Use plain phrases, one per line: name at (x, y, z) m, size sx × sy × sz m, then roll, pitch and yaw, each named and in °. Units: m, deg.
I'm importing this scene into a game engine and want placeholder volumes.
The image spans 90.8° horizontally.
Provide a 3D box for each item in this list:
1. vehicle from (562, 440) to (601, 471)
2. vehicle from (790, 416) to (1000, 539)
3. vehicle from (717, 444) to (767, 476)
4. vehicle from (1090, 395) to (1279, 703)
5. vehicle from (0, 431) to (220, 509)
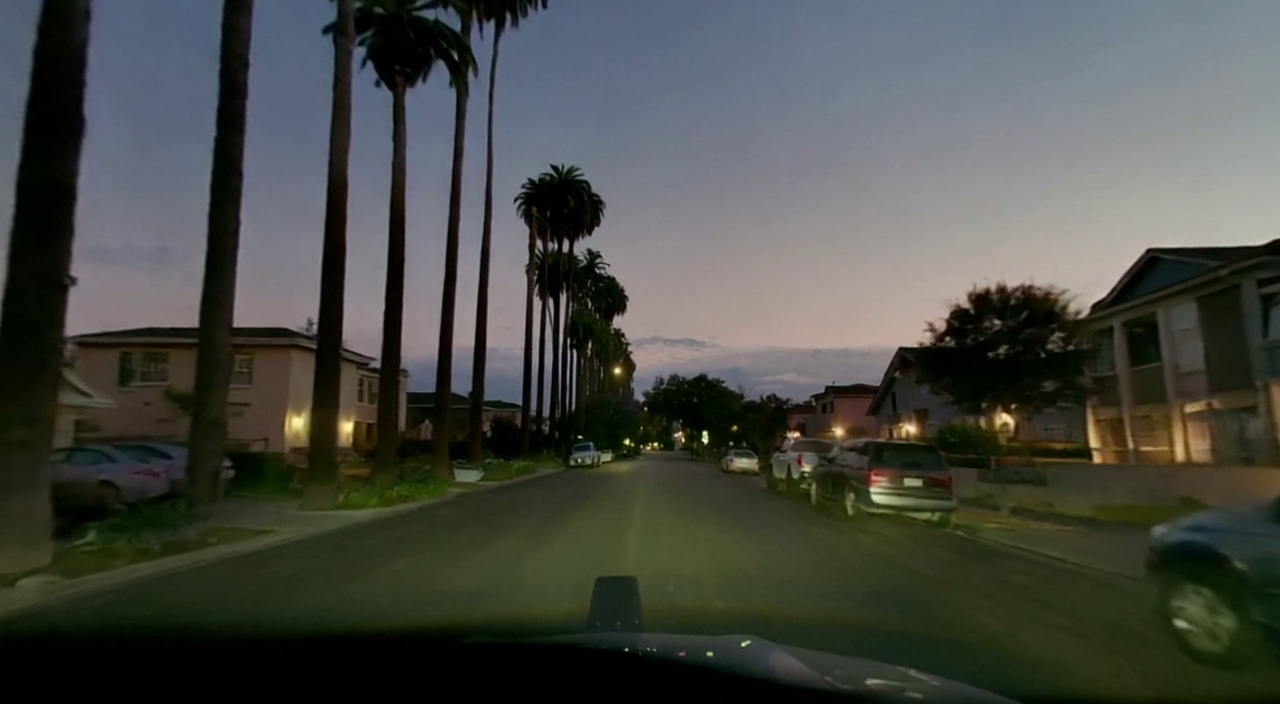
vehicle at (-3.894, 7.007, 42.943) m, size 2.149 × 1.877 × 5.082 m, roll -2°, pitch -9°, yaw -1°
vehicle at (4.557, 2.329, 12.390) m, size 2.166 × 1.766 × 5.186 m, roll 2°, pitch -9°, yaw 3°
vehicle at (5.425, 5.778, 34.097) m, size 2.056 × 1.464 × 4.493 m, roll 2°, pitch -9°, yaw 2°
vehicle at (4.410, 0.938, 2.280) m, size 1.971 × 1.663 × 5.076 m, roll 2°, pitch -9°, yaw 2°
vehicle at (-12.791, 2.724, 14.827) m, size 4.448 × 1.679 × 1.972 m, roll 0°, pitch -9°, yaw 2°
